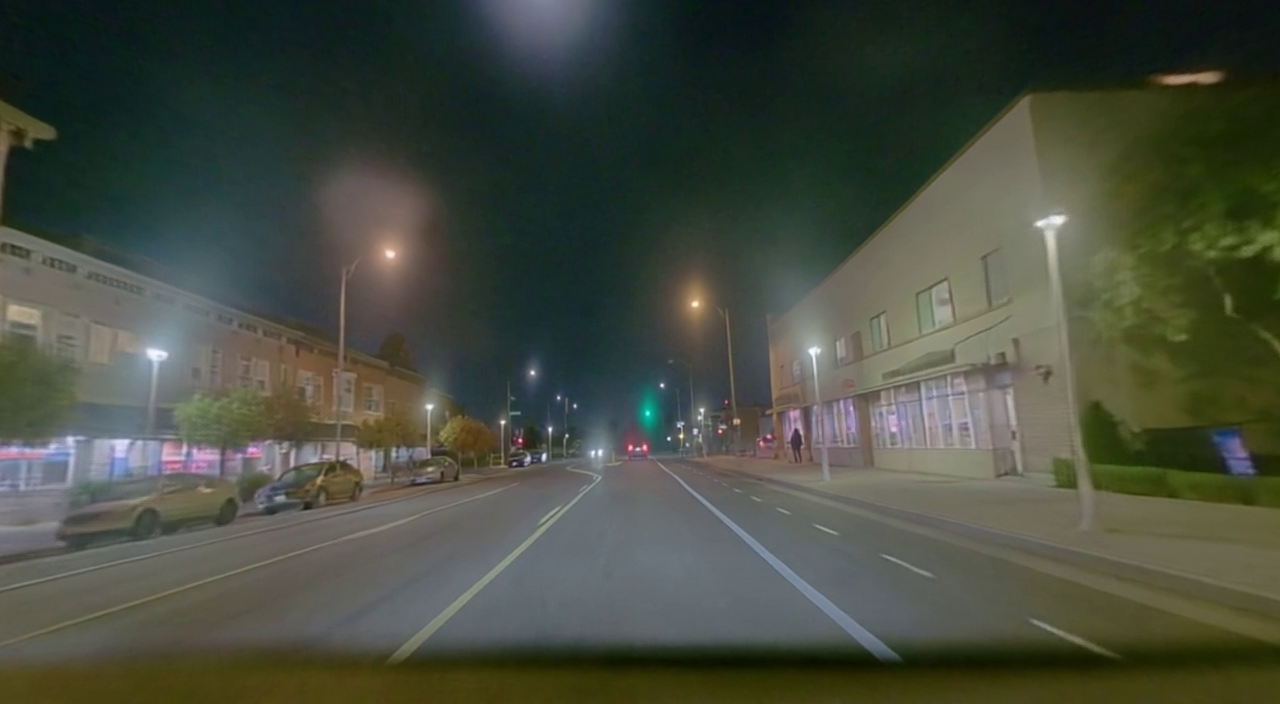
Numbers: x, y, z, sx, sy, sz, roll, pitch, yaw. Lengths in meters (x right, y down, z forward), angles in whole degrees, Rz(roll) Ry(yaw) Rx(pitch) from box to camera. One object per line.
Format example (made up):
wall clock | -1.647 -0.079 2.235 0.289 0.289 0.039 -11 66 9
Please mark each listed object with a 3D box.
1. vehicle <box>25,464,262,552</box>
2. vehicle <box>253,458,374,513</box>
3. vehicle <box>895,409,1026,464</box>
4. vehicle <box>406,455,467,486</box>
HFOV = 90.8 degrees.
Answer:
vehicle | -10.773 3.362 14.249 1.784 1.502 4.344 0 -8 0
vehicle | -10.844 4.422 21.383 1.837 1.586 4.155 0 -8 1
vehicle | 12.735 3.459 25.614 2.532 1.997 5.001 0 -9 -2
vehicle | -10.914 6.371 34.214 1.828 1.470 4.523 0 -8 0
